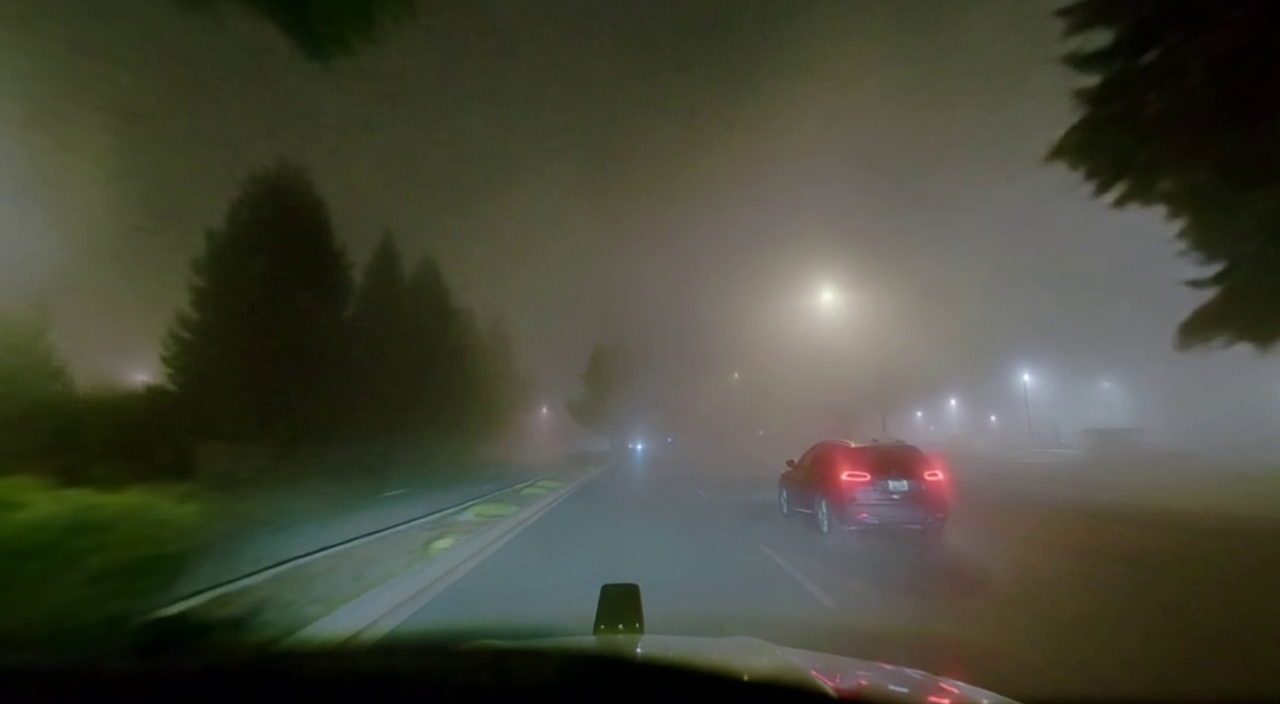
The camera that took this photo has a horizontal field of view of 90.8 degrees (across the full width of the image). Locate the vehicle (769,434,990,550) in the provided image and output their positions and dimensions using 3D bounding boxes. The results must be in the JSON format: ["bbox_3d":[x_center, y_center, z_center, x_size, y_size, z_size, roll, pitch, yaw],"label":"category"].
[{"bbox_3d":[3.454,2.071,10.065,1.852,1.453,4.083,0,-8,-1],"label":"vehicle"}]
